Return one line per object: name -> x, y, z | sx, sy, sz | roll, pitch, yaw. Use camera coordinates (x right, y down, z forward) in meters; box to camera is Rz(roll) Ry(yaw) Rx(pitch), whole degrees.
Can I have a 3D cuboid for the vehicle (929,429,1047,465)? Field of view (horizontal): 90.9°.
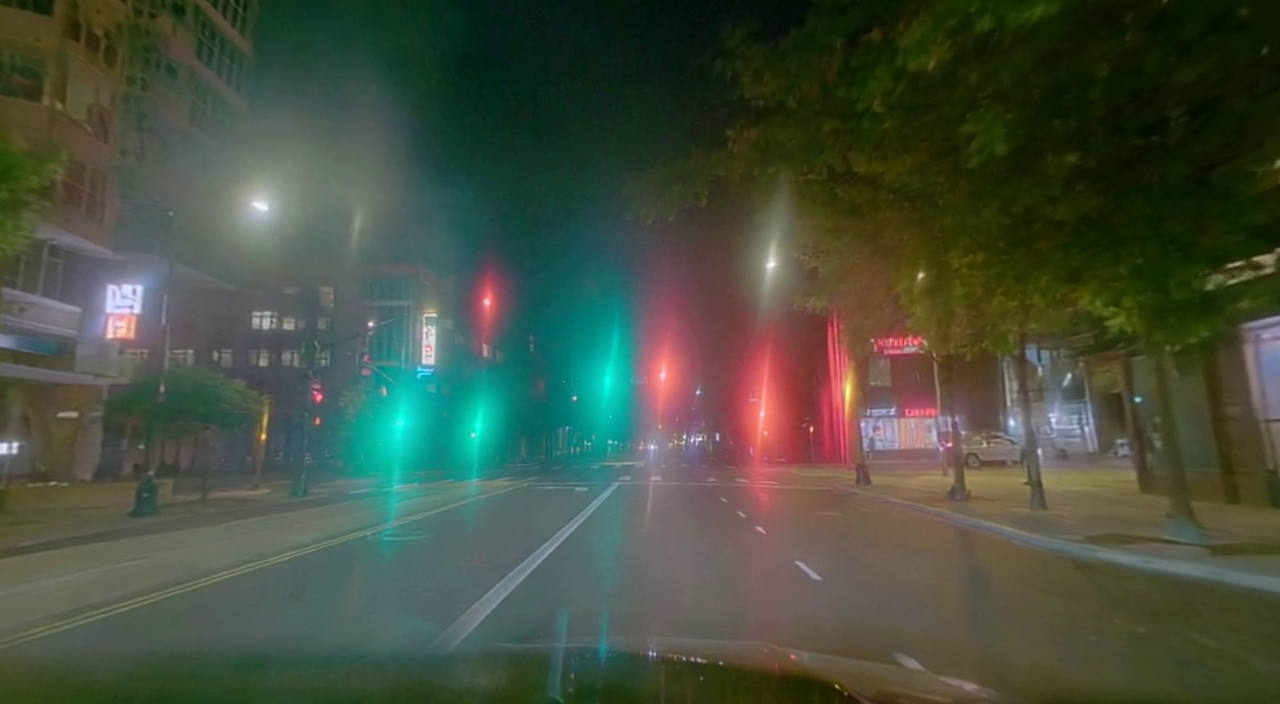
vehicle -> 17.765, 4.870, 32.329 | 4.836, 1.795, 1.957 | 0, -8, 2
